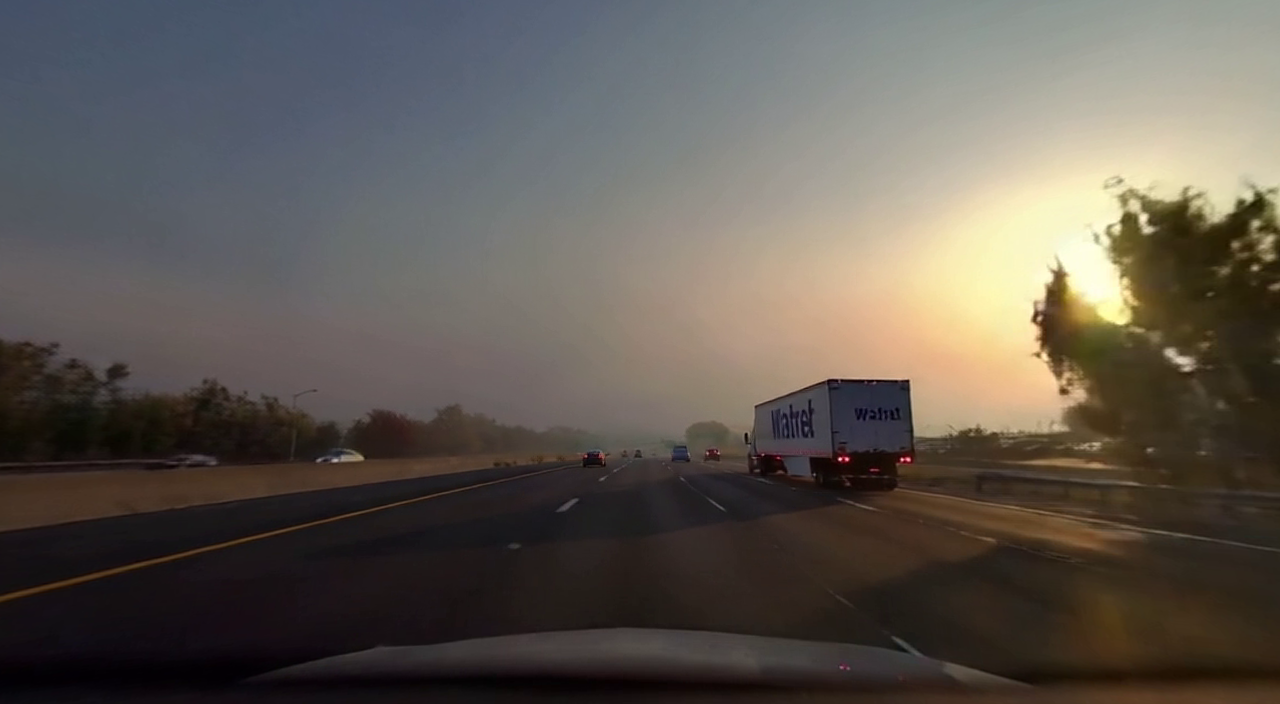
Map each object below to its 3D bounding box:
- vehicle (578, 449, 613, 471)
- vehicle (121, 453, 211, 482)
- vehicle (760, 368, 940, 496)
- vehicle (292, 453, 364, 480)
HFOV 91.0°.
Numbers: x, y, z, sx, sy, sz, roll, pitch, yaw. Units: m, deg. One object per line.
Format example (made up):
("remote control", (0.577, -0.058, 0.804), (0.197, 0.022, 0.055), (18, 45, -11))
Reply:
("vehicle", (-3.264, 7.951, 46.714), (2.164, 1.507, 4.748), (0, -9, 1))
("vehicle", (-29.783, 7.234, 39.755), (1.913, 1.662, 4.585), (0, -9, 3))
("vehicle", (8.245, 3.741, 28.160), (2.912, 4.143, 15.538), (0, -9, 1))
("vehicle", (-19.501, 7.164, 39.643), (1.938, 1.563, 4.622), (0, -9, 3))
